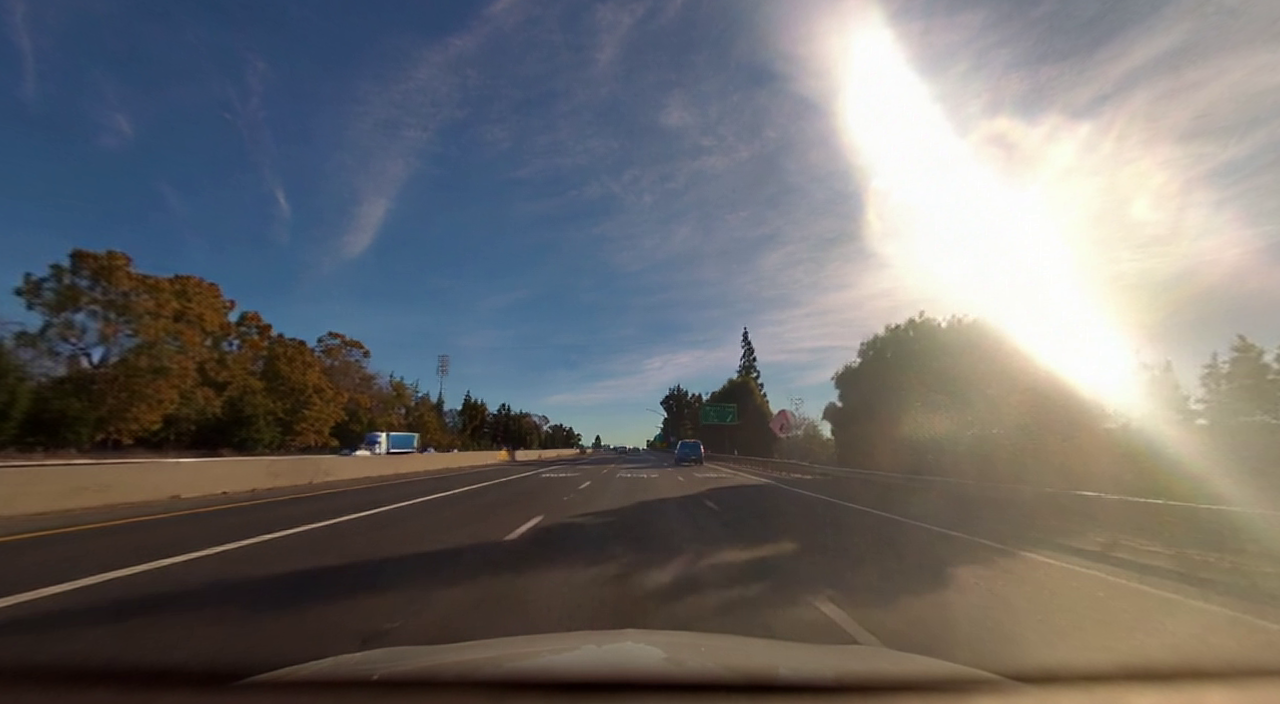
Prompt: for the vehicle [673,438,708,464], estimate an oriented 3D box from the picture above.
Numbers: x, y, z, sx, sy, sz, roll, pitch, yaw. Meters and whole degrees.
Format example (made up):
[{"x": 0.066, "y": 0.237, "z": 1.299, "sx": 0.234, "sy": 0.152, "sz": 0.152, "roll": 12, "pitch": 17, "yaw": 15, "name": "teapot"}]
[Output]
[{"x": 3.878, "y": 7.679, "z": 49.055, "sx": 2.172, "sy": 1.930, "sz": 4.879, "roll": 0, "pitch": -8, "yaw": -2, "name": "vehicle"}]
